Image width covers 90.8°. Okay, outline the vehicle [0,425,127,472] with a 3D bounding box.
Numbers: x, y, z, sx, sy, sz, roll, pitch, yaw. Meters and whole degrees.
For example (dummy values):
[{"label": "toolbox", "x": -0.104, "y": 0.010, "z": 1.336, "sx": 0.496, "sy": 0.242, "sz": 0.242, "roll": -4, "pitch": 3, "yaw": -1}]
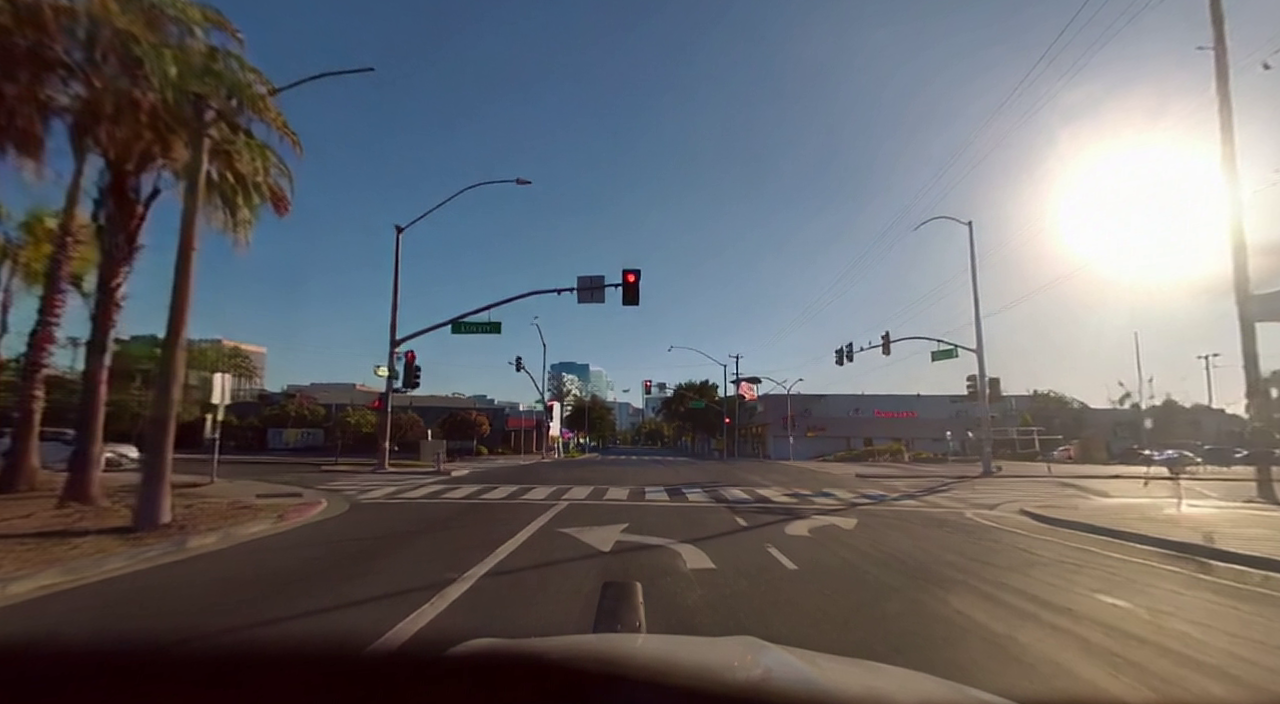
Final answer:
[{"label": "vehicle", "x": -22.225, "y": 3.595, "z": 23.538, "sx": 4.350, "sy": 1.624, "sz": 2.023, "roll": 0, "pitch": -9, "yaw": -2}]
